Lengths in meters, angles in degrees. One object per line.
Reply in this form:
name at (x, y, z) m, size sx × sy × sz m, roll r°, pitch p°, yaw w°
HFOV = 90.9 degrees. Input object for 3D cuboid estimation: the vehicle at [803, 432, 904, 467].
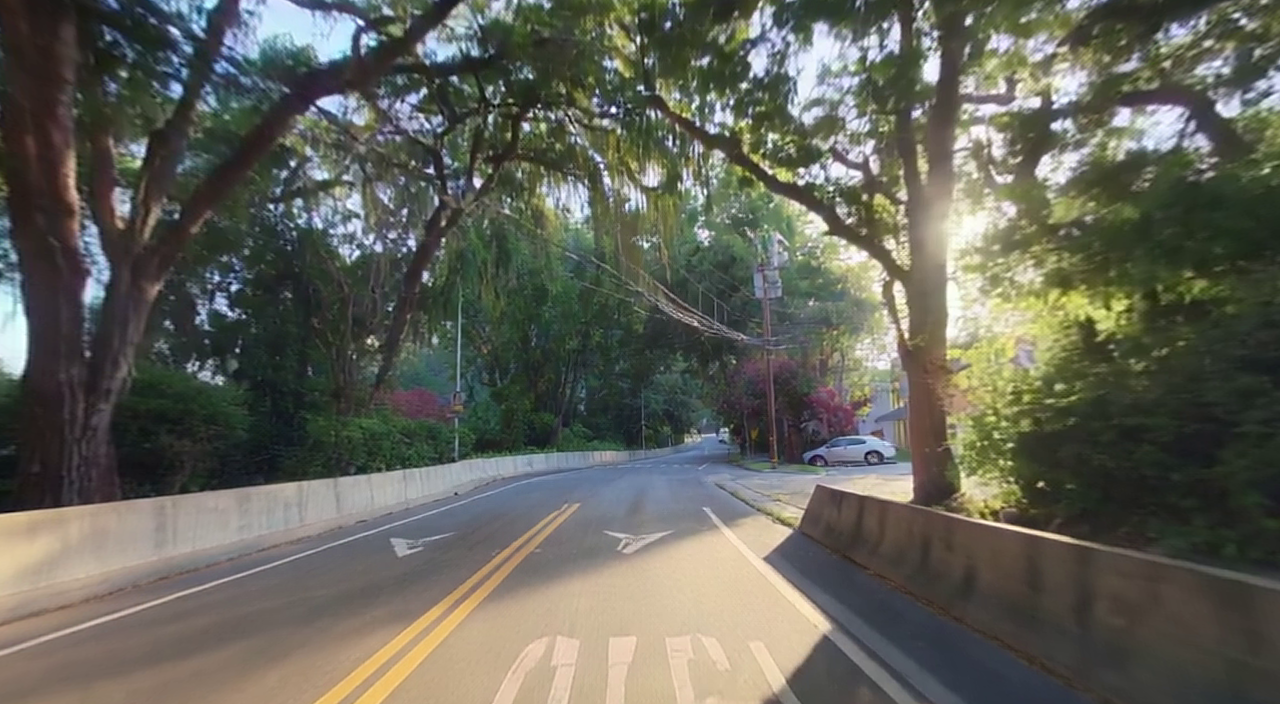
vehicle at (11.007, 5.055, 32.764) m, size 4.614 × 1.764 × 1.860 m, roll -1°, pitch -8°, yaw 5°
